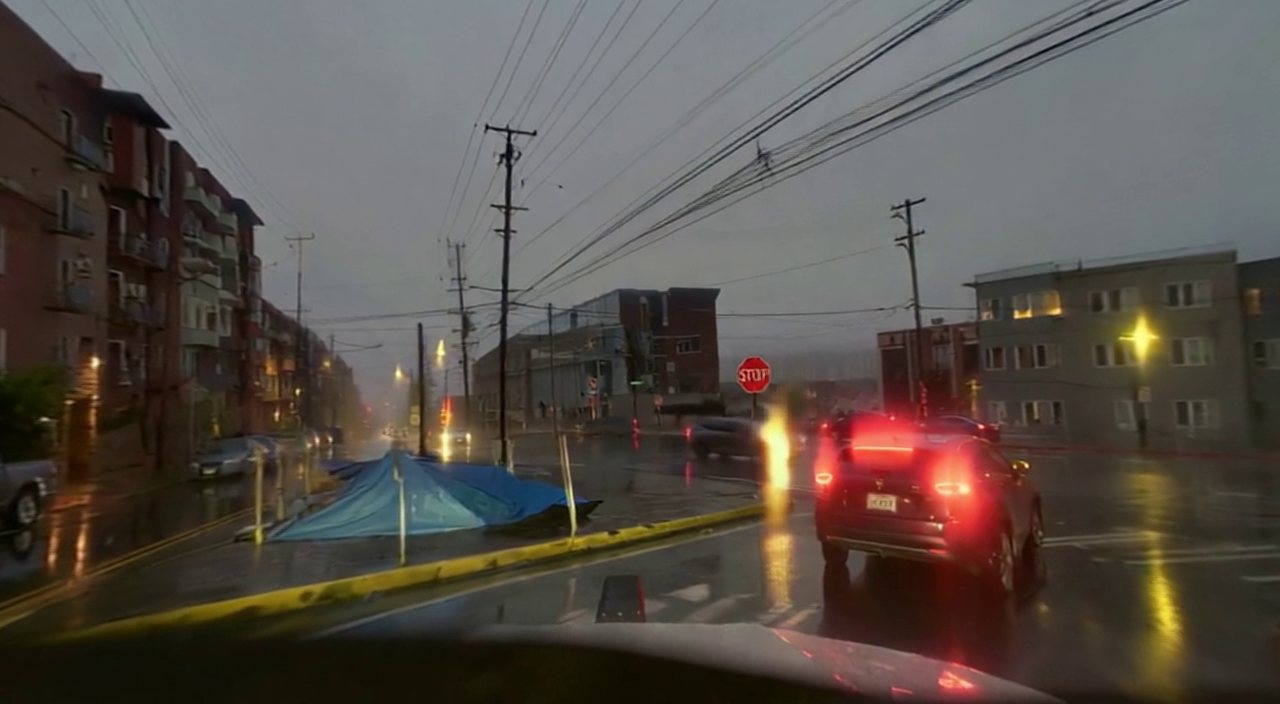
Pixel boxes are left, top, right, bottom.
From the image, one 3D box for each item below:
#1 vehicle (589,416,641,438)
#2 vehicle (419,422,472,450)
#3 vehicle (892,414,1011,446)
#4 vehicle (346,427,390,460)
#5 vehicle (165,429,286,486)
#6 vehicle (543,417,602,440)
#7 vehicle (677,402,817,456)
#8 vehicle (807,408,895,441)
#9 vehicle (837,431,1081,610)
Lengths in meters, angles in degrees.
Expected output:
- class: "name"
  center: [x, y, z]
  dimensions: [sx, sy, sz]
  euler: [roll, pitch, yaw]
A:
- class: "vehicle"
  center: [-1.903, 5.643, 47.095]
  dimensions: [1.768, 1.492, 4.090]
  euler: [6, -11, -38]
- class: "vehicle"
  center: [-13.088, 5.659, 42.357]
  dimensions: [1.870, 1.724, 4.320]
  euler: [6, -11, -38]
- class: "vehicle"
  center: [15.116, 3.852, 30.875]
  dimensions: [1.824, 1.414, 4.820]
  euler: [7, -11, -41]
- class: "vehicle"
  center: [-15.522, 5.256, 36.238]
  dimensions: [1.987, 1.686, 3.971]
  euler: [0, -8, -19]
- class: "vehicle"
  center: [-14.988, 3.822, 23.255]
  dimensions: [2.054, 1.800, 5.212]
  euler: [2, -9, -15]
- class: "vehicle"
  center: [-4.867, 5.487, 45.117]
  dimensions: [2.089, 1.506, 4.641]
  euler: [6, -10, -37]
- class: "vehicle"
  center: [4.286, 3.229, 26.290]
  dimensions: [2.152, 1.970, 5.506]
  euler: [4, -9, -41]
- class: "vehicle"
  center: [11.632, 4.081, 35.058]
  dimensions: [1.805, 1.694, 4.214]
  euler: [7, -11, -39]
- class: "vehicle"
  center: [4.303, 1.894, 8.174]
  dimensions: [1.945, 1.647, 4.160]
  euler: [-7, -10, 37]
